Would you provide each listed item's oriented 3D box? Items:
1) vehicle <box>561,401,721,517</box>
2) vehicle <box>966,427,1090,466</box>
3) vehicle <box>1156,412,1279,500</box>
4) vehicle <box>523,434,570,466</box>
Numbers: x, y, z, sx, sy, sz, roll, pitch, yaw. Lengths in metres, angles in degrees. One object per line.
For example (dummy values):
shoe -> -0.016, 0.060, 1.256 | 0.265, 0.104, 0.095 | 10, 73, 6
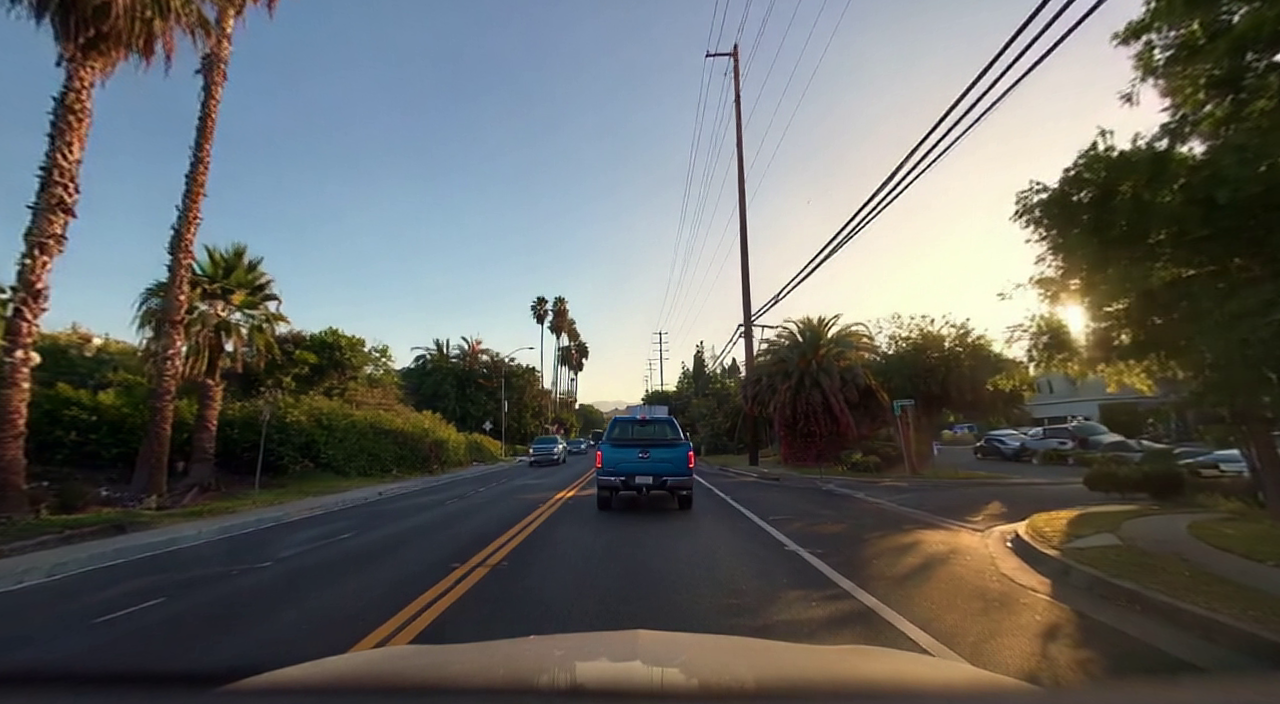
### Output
vehicle -> 0.019, 2.352, 14.331 | 2.848, 2.047, 5.885 | 0, -8, 0
vehicle -> 20.345, 5.040, 33.625 | 2.277, 1.836, 6.267 | 0, -9, -4
vehicle -> 16.090, 2.630, 16.293 | 2.338, 1.917, 6.076 | -3, -9, 20
vehicle -> -5.601, 5.955, 38.459 | 2.223, 1.776, 4.614 | 0, -8, -1
